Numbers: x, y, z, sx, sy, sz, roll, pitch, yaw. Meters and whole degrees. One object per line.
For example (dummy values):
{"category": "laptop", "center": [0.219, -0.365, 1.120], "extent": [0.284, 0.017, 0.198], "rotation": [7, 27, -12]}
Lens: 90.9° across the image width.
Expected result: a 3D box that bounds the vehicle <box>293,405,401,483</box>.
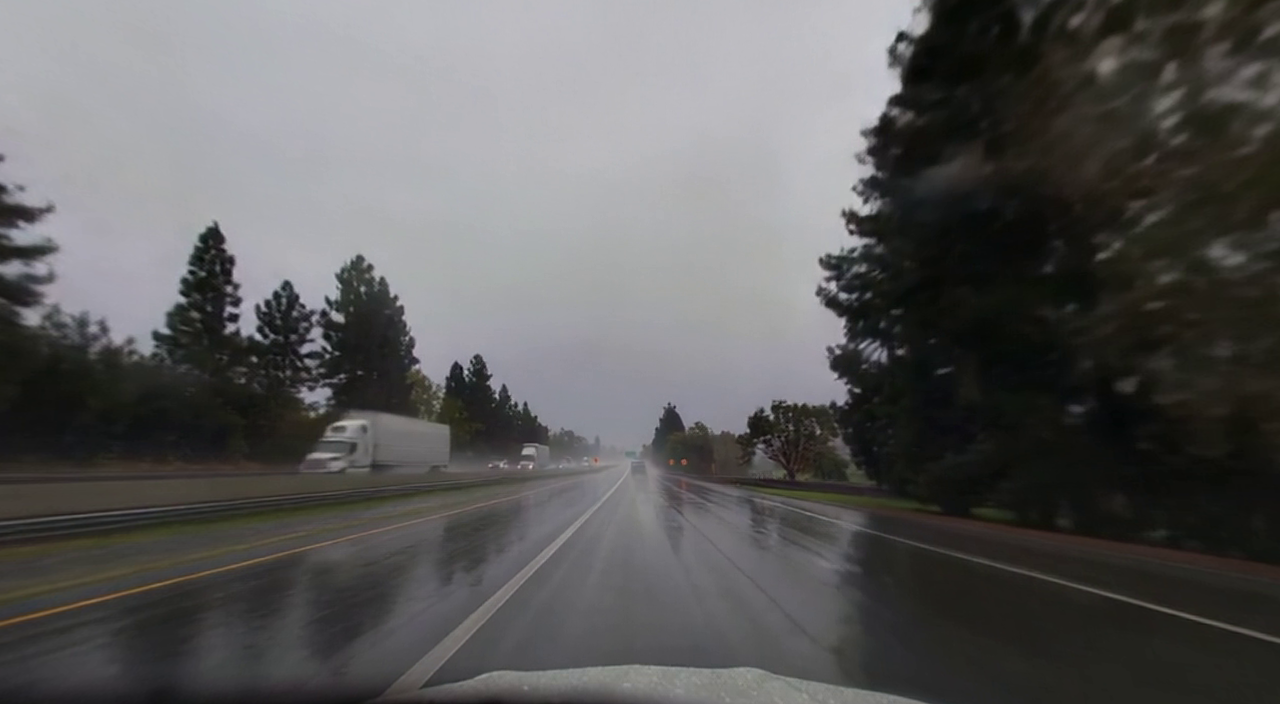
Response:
{"category": "vehicle", "center": [-16.119, 5.256, 35.301], "extent": [2.986, 3.926, 5.923], "rotation": [1, -10, 0]}
